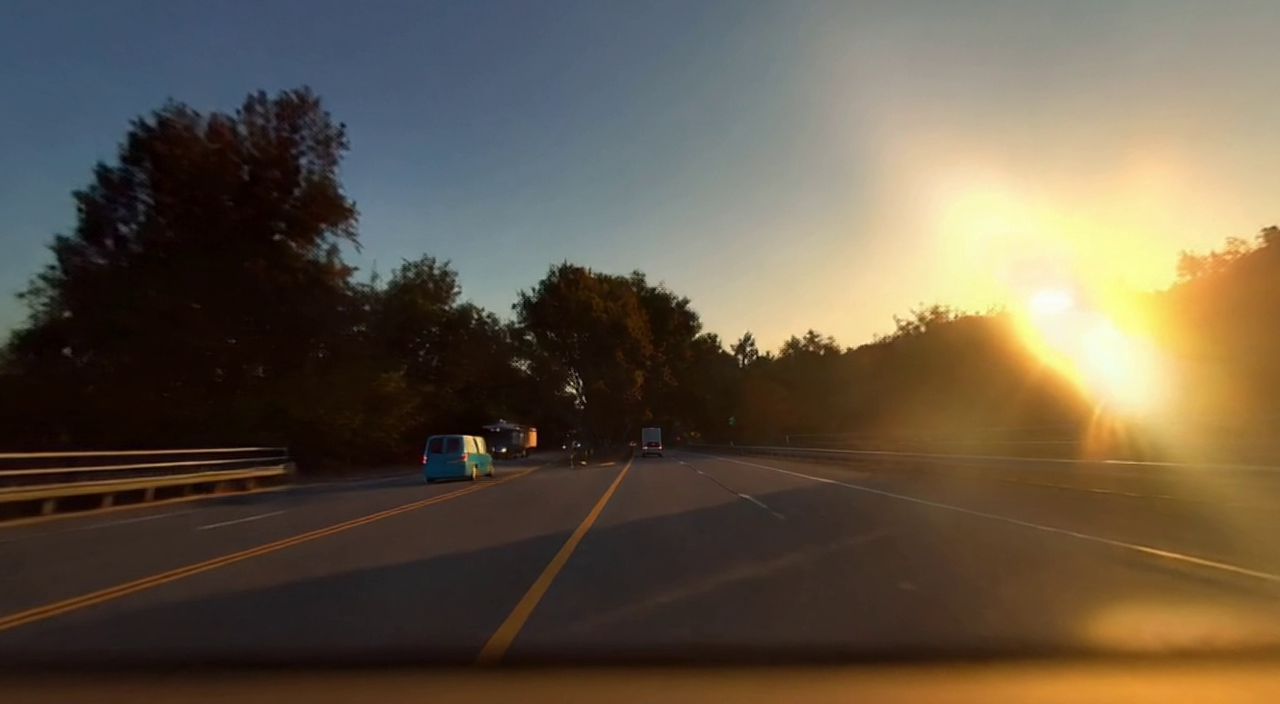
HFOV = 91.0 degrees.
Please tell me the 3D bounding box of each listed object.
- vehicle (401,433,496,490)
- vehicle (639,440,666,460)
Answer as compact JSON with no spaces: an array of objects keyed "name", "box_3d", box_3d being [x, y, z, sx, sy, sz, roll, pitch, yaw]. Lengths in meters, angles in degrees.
[{"name":"vehicle","box_3d":[-6.992,4.021,23.547,2.068,1.897,4.372,0,-8,1]},{"name":"vehicle","box_3d":[1.000,7.777,49.976,2.061,1.469,3.782,0,-8,1]}]
